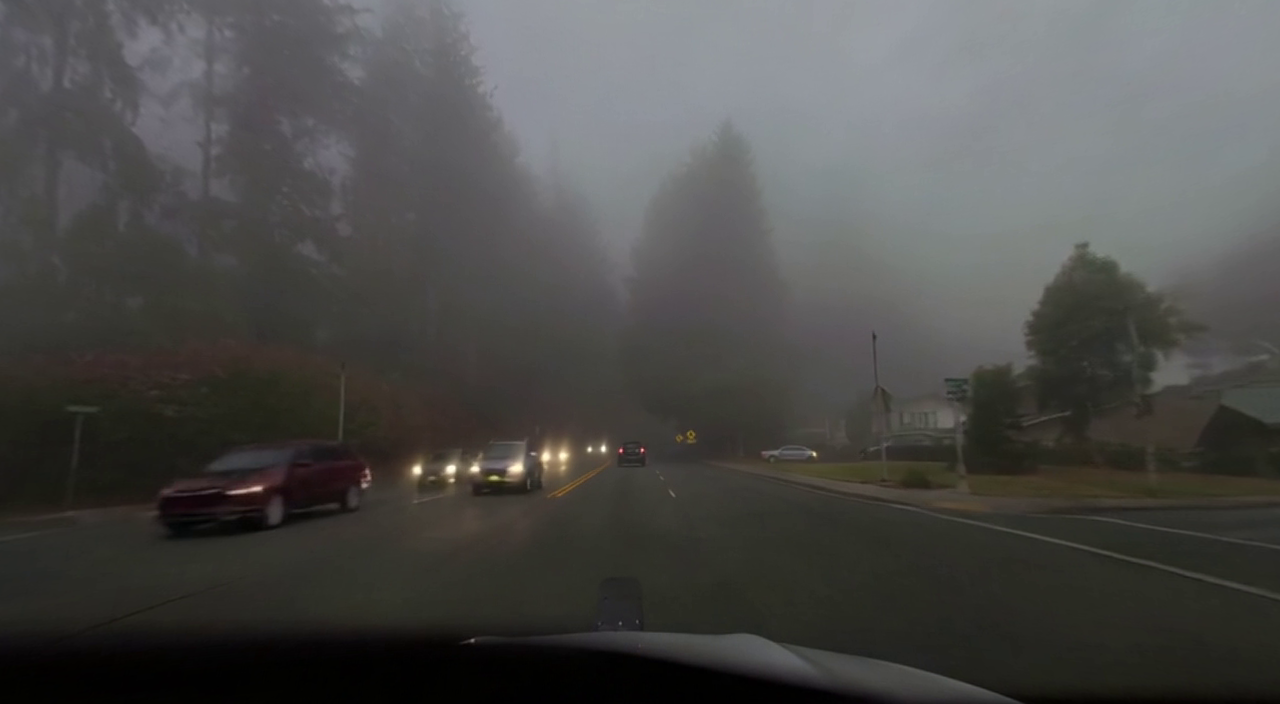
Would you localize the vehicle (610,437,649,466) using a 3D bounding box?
[{"bbox_3d":[-0.654,7.046,44.869,2.554,1.902,5.329,0,-9,1],"label":"vehicle"}]

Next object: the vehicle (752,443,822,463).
[{"bbox_3d":[10.995,7.588,47.439,4.697,1.462,1.881,0,-8,-2],"label":"vehicle"}]

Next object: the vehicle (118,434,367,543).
[{"bbox_3d":[-7.446,2.567,12.552,2.069,1.654,4.458,-2,-9,0],"label":"vehicle"}]

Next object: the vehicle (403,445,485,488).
[{"bbox_3d":[-8.034,4.709,26.335,2.054,1.528,4.297,-2,-9,0],"label":"vehicle"}]

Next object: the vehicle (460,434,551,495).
[{"bbox_3d":[-4.139,3.523,20.145,1.955,1.723,4.287,0,-9,0],"label":"vehicle"}]
